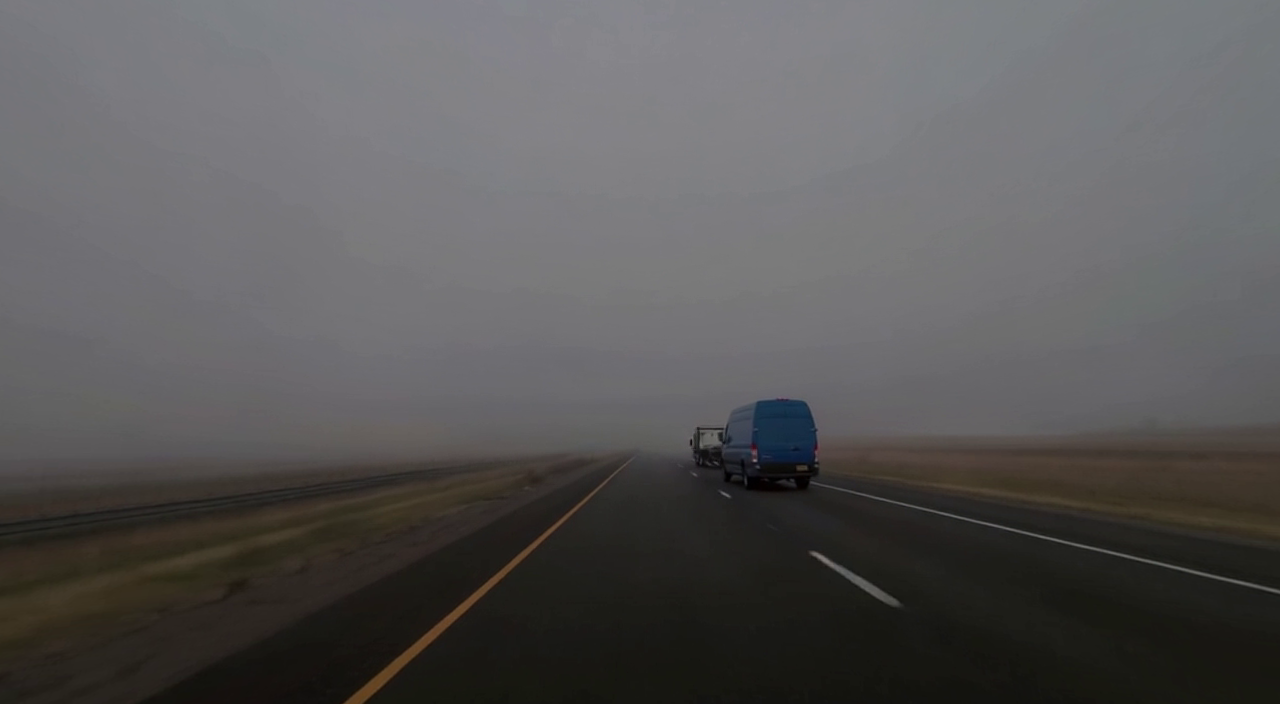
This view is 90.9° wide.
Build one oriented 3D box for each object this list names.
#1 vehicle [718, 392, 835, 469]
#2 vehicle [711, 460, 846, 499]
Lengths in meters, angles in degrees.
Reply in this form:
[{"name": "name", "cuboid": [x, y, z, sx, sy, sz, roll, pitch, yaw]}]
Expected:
[{"name": "vehicle", "cuboid": [4.011, 2.553, 19.789, 2.444, 2.053, 5.616, 0, -9, 0]}, {"name": "vehicle", "cuboid": [3.996, 3.888, 19.729, 2.702, 0.824, 6.391, 0, -8, -1]}]
